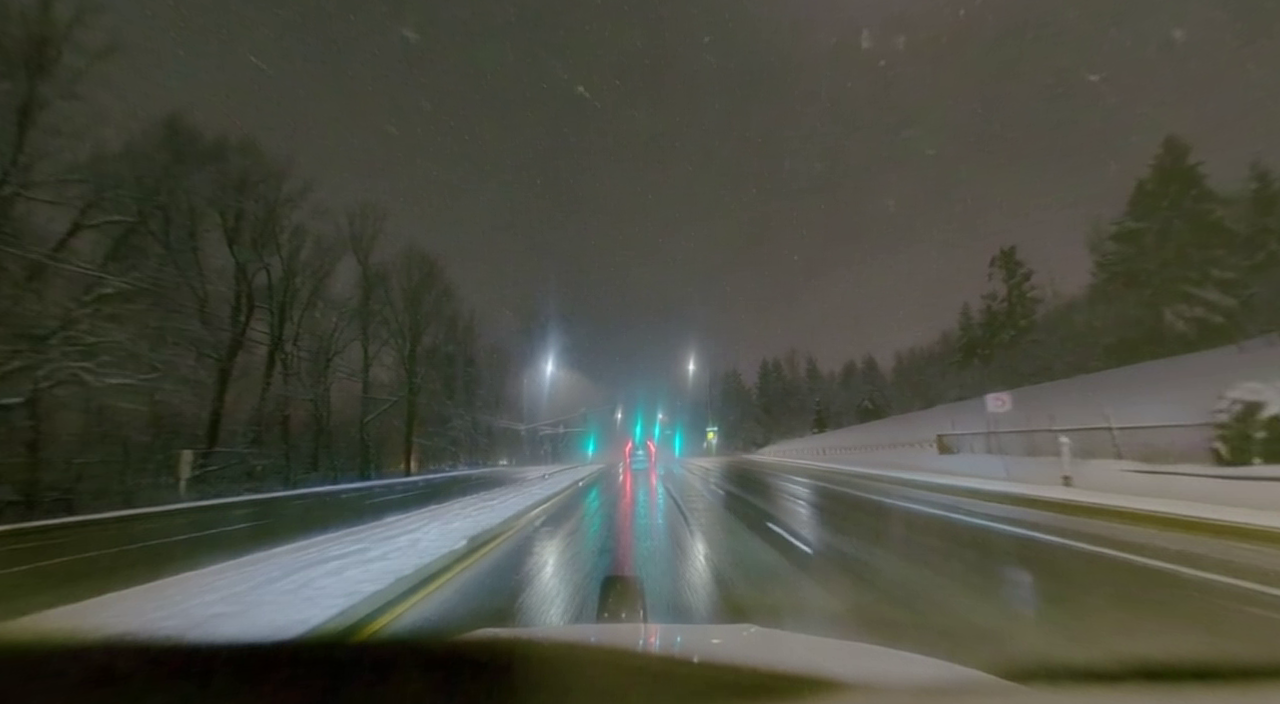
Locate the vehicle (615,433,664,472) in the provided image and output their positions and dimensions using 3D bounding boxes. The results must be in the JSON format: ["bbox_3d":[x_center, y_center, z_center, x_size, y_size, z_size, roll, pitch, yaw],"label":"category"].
[{"bbox_3d":[-0.019,4.940,30.971,2.256,1.734,4.176,0,-8,0],"label":"vehicle"}]
